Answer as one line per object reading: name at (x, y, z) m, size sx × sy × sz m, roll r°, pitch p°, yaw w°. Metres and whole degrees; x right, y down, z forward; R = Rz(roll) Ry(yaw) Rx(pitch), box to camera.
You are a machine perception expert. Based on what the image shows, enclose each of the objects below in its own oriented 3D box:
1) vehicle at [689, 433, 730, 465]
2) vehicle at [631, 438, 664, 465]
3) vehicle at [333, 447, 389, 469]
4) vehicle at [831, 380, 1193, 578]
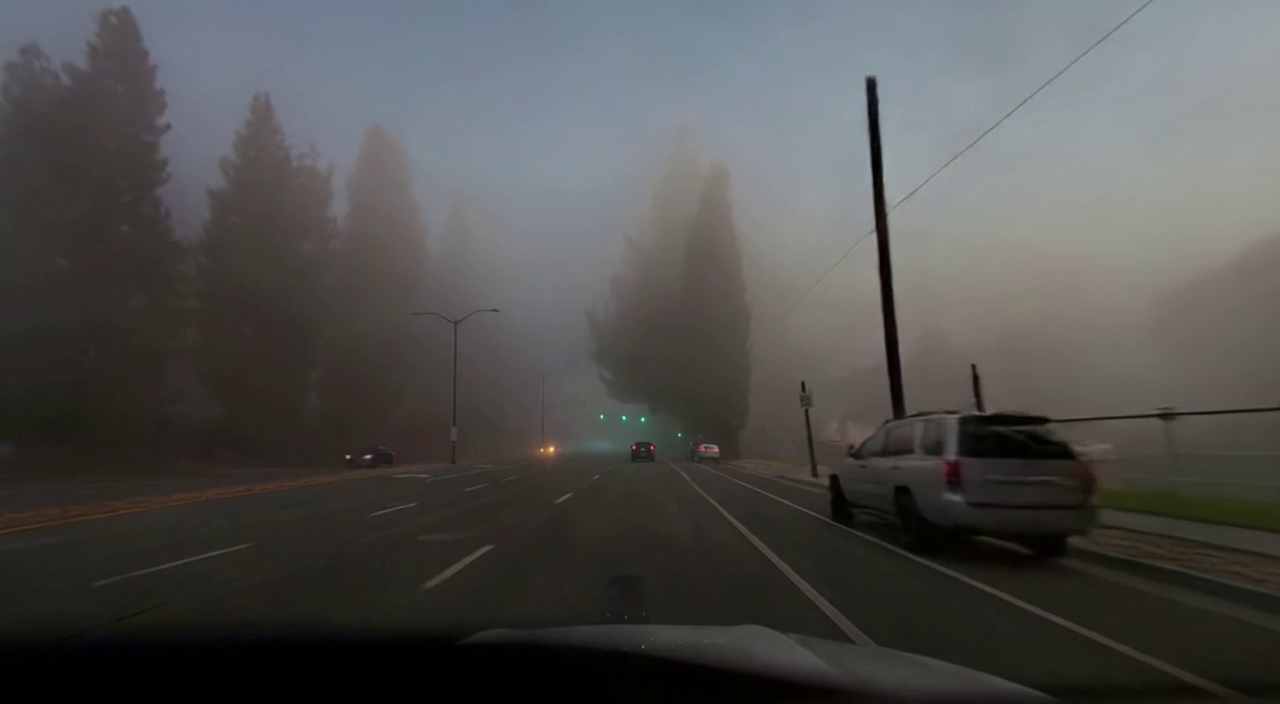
vehicle at (4.833, 6.814, 44.535) m, size 2.162 × 2.080 × 6.515 m, roll 0°, pitch -8°, yaw 0°
vehicle at (0.506, 6.806, 43.149) m, size 2.169 × 1.751 × 4.276 m, roll 0°, pitch -8°, yaw 1°
vehicle at (-20.707, 7.870, 46.937) m, size 2.005 × 1.470 × 4.520 m, roll 0°, pitch -8°, yaw 2°
vehicle at (4.118, 1.493, 8.067) m, size 2.109 × 1.838 × 4.204 m, roll 0°, pitch -8°, yaw 2°
